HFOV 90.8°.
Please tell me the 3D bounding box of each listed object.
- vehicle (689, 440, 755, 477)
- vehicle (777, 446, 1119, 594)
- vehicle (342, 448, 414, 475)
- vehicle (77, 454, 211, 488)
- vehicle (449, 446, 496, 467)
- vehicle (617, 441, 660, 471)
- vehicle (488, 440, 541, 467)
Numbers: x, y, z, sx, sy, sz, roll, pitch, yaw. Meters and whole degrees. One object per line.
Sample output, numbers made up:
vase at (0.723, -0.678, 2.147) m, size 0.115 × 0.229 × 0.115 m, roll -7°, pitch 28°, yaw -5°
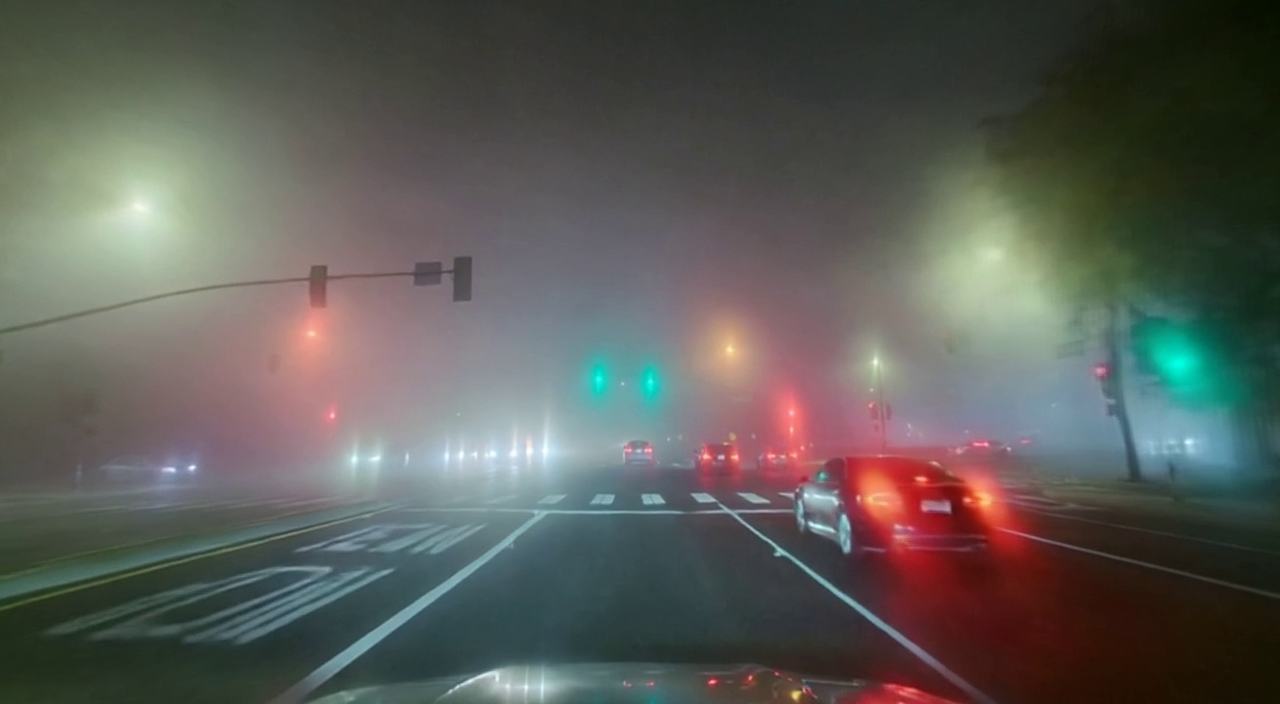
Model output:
vehicle at (3.585, 4.761, 28.484) m, size 2.226 × 1.490 × 4.593 m, roll 0°, pitch -8°, yaw -2°
vehicle at (3.308, 1.868, 8.028) m, size 2.080 × 1.321 × 4.382 m, roll 0°, pitch -8°, yaw -1°
vehicle at (-15.310, 6.402, 37.188) m, size 2.144 × 1.463 × 4.701 m, roll 0°, pitch -8°, yaw 1°
vehicle at (-23.565, 5.638, 30.143) m, size 4.751 × 1.501 × 2.147 m, roll -1°, pitch -8°, yaw 5°
vehicle at (-12.219, 7.638, 46.385) m, size 2.181 × 1.440 × 4.253 m, roll 0°, pitch -8°, yaw 1°
vehicle at (-0.095, 5.468, 33.361) m, size 2.143 × 1.480 × 4.006 m, roll 0°, pitch -8°, yaw 0°
vehicle at (-8.494, 6.919, 43.223) m, size 2.590 × 1.769 × 4.827 m, roll 0°, pitch -8°, yaw 0°
